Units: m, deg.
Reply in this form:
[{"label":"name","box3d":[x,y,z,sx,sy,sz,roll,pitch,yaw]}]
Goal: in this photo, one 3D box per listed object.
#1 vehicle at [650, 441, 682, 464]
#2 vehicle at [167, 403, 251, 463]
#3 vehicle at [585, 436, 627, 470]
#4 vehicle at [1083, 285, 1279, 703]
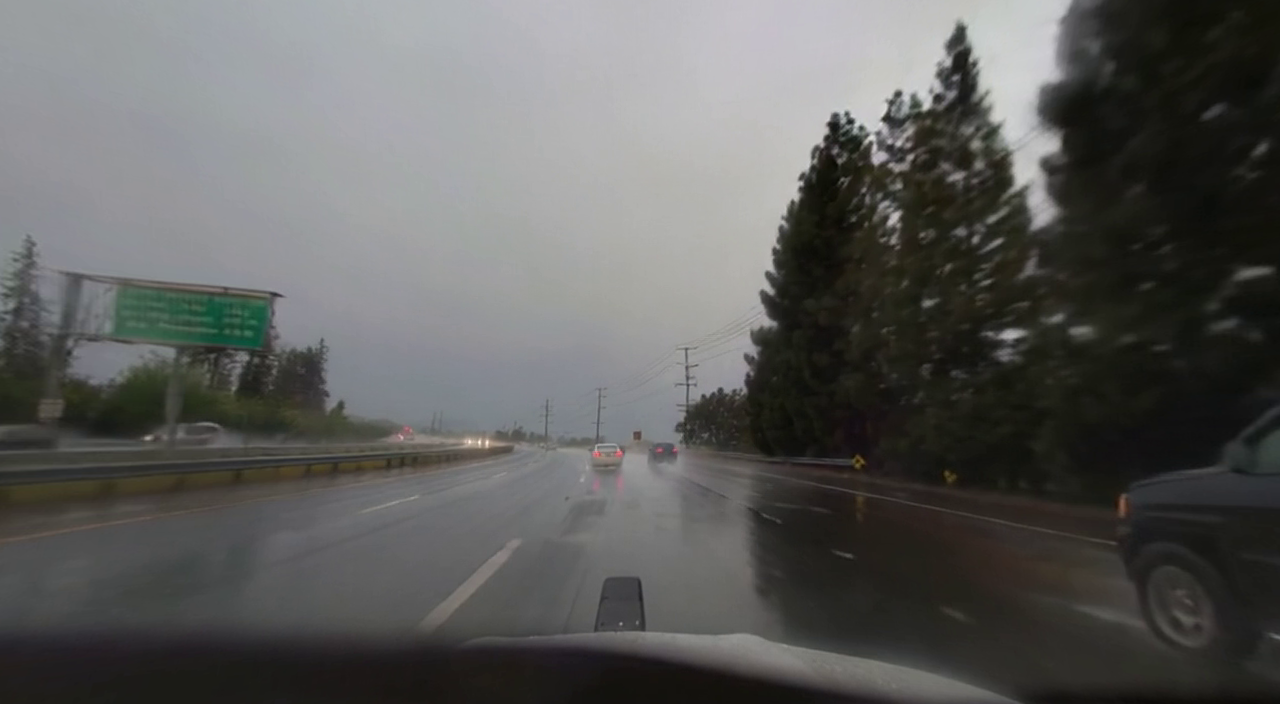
[{"label":"vehicle","box3d":[1.776,6.996,44.223,1.789,1.503,3.897,1,-9,-5]},{"label":"vehicle","box3d":[-26.980,5.133,39.796,2.513,3.577,4.197,1,-9,-8]},{"label":"vehicle","box3d":[-1.902,5.567,34.976,2.188,1.714,3.921,1,-8,-4]},{"label":"vehicle","box3d":[4.411,0.443,1.352,2.504,2.033,5.979,0,-8,-1]}]
